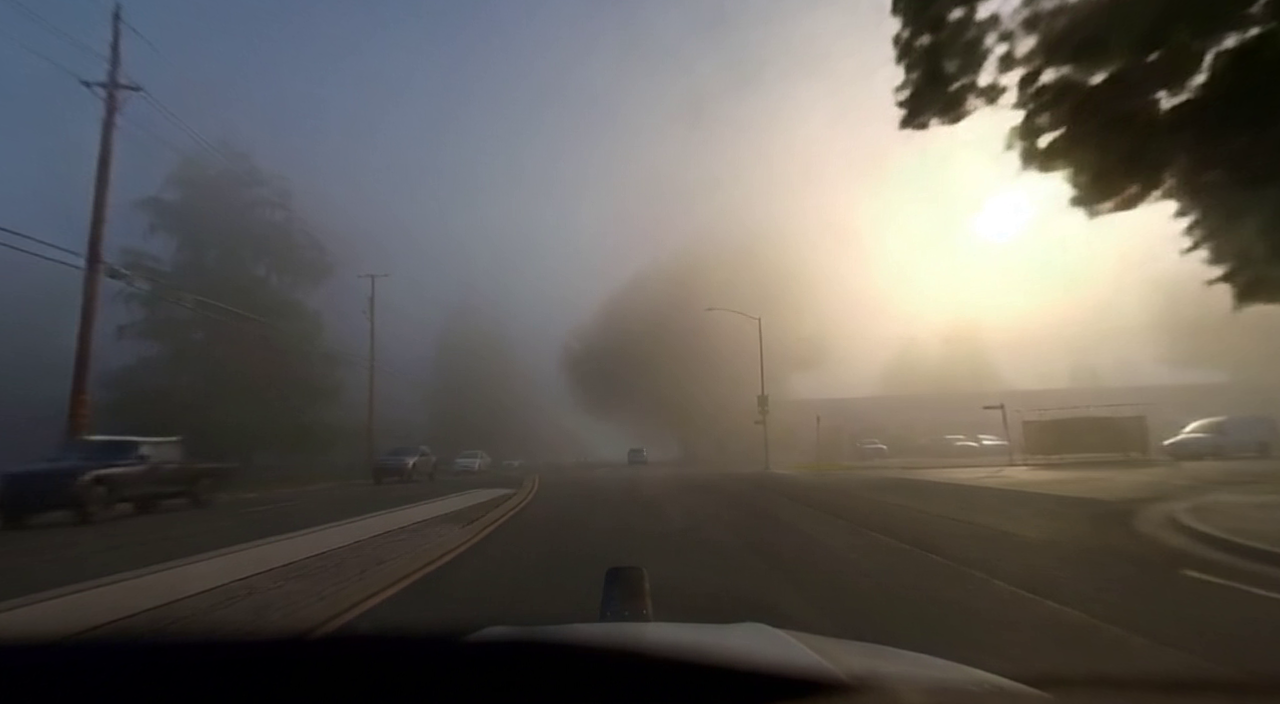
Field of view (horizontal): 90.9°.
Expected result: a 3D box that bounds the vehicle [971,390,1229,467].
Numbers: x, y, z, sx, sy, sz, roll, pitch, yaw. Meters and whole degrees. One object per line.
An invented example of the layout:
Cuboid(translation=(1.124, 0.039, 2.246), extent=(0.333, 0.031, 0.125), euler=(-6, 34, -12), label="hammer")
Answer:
Cuboid(translation=(19.022, 3.258, 26.493), extent=(8.462, 3.012, 2.906), euler=(0, -9, -1), label="vehicle")

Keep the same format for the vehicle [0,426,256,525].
Cuboid(translation=(-11.861, 2.686, 14.429), extent=(2.471, 1.783, 5.903), euler=(0, -9, -1), label="vehicle")

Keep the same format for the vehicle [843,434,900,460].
Cuboid(translation=(16.992, 7.074, 46.544), extent=(2.021, 1.753, 4.941), euler=(-1, -9, -4), label="vehicle")

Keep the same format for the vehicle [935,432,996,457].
Cuboid(translation=(24.246, 6.981, 47.201), extent=(1.996, 1.723, 4.576), euler=(0, -10, -1), label="vehicle")

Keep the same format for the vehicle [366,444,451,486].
Cuboid(translation=(-10.686, 5.248, 29.544), extent=(2.189, 1.747, 4.651), euler=(0, -9, 0), label="vehicle")

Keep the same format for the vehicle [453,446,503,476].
Cuboid(translation=(-10.693, 7.216, 42.016), extent=(2.000, 1.817, 4.624), euler=(0, -9, 1), label="vehicle")
